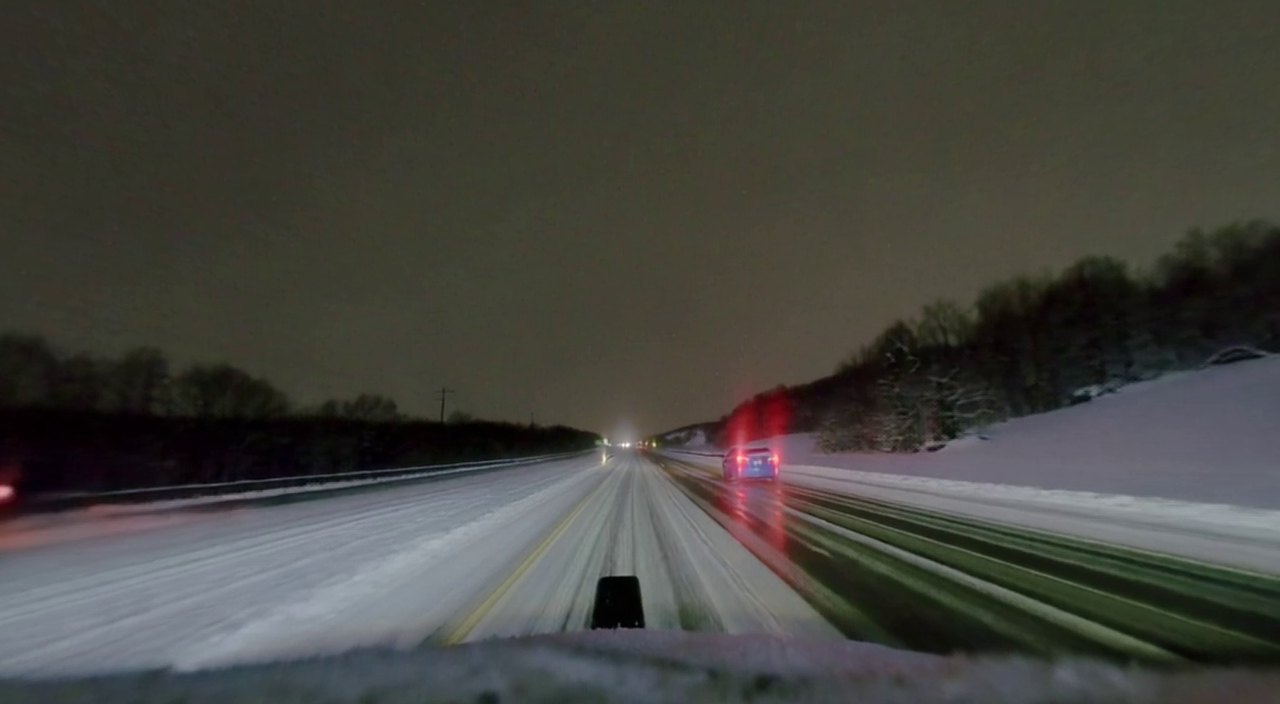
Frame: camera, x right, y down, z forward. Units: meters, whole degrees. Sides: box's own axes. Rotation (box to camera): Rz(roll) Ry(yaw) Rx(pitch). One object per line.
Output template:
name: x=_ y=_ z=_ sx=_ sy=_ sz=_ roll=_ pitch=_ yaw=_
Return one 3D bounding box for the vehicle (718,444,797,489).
vehicle: x=4.144 y=4.103 z=22.815 sx=1.981 sy=1.440 sz=4.125 roll=0 pitch=-9 yaw=-1
